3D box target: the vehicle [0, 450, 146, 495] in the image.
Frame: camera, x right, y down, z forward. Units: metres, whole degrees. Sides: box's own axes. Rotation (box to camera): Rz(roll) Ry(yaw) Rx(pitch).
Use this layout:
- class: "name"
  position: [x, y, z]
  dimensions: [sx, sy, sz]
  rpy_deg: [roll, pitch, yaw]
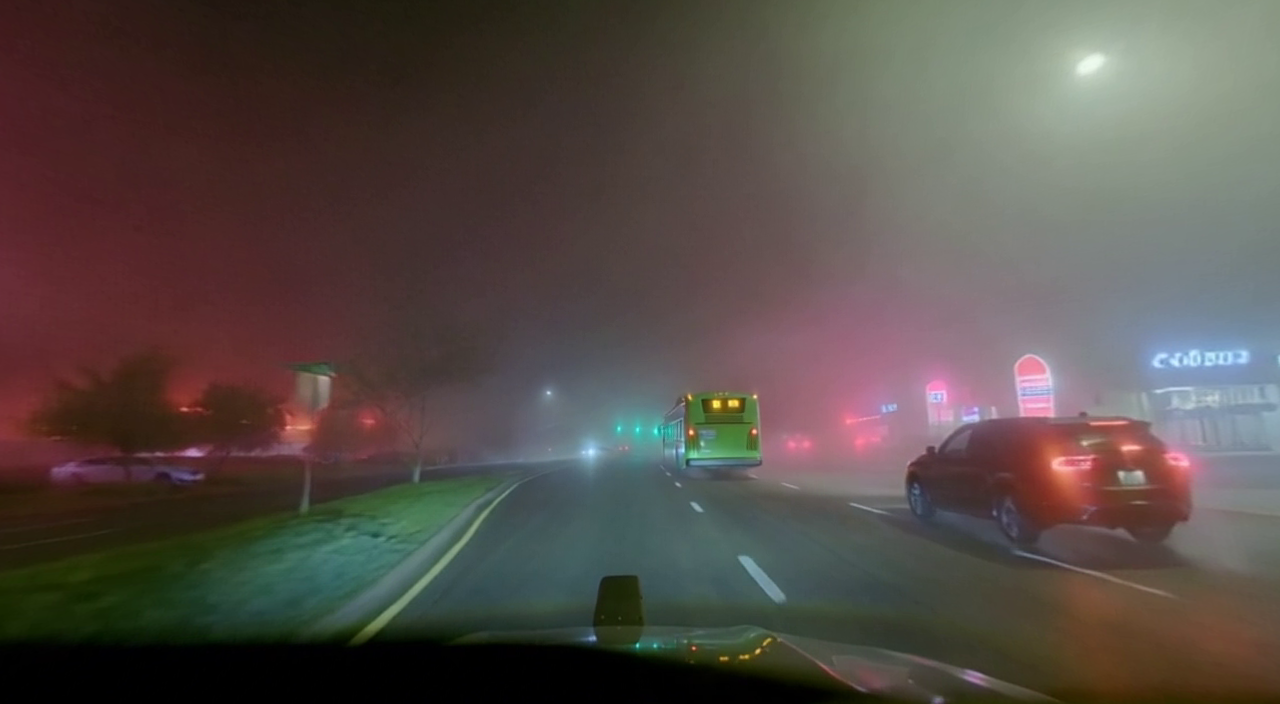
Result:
- class: "vehicle"
  position: [-25.139, 5.260, 27.679]
  dimensions: [4.857, 1.846, 2.185]
  rpy_deg: [0, -8, -2]

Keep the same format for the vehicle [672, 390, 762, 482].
- class: "vehicle"
  position: [3.026, 3.729, 27.591]
  dimensions: [2.766, 3.306, 9.281]
  rpy_deg: [0, -8, 0]

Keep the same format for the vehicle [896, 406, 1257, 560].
- class: "vehicle"
  position: [6.022, 1.864, 9.679]
  dimensions: [2.129, 1.754, 4.668]
  rpy_deg: [0, -8, 0]

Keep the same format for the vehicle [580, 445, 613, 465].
- class: "vehicle"
  position: [-3.115, 7.500, 45.982]
  dimensions: [2.211, 1.416, 4.179]
  rpy_deg: [0, -8, -2]

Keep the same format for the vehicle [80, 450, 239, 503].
- class: "vehicle"
  position: [-19.112, 4.917, 25.490]
  dimensions: [2.277, 1.764, 5.283]
  rpy_deg: [-2, -9, 0]

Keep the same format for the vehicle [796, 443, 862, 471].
- class: "vehicle"
  position: [10.509, 5.851, 35.449]
  dimensions: [2.073, 1.443, 4.860]
  rpy_deg: [0, -8, -2]
